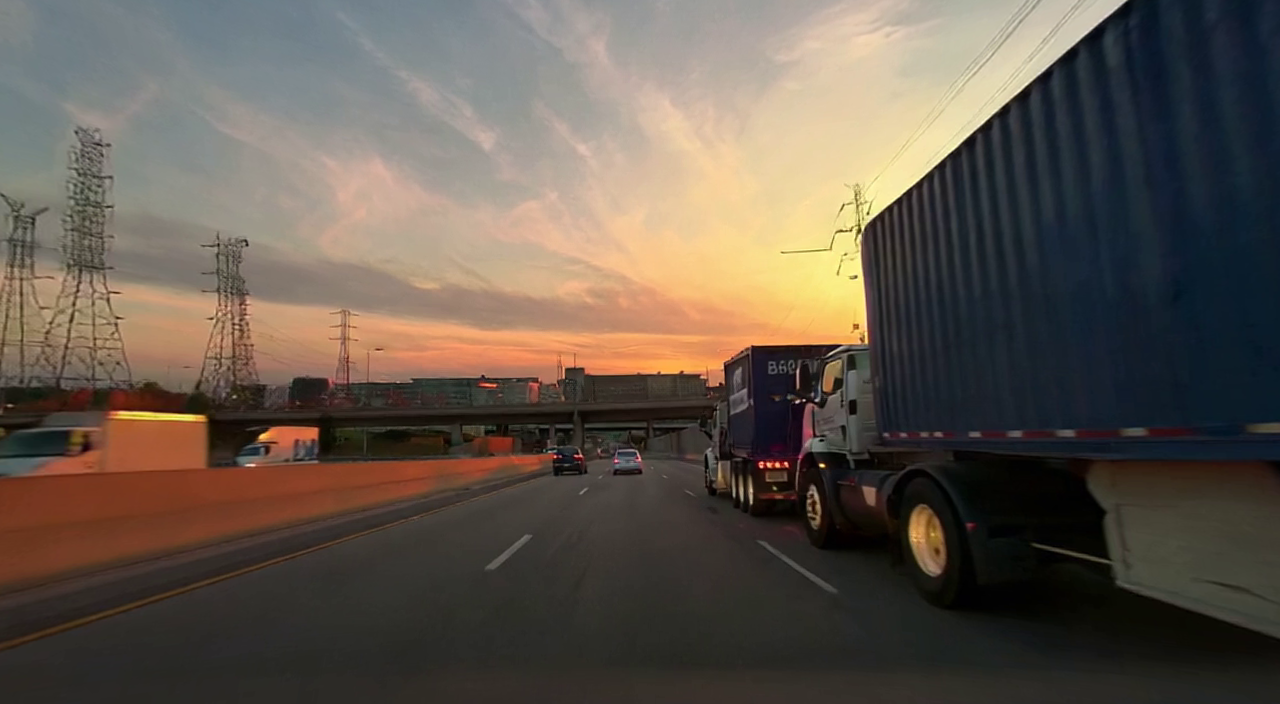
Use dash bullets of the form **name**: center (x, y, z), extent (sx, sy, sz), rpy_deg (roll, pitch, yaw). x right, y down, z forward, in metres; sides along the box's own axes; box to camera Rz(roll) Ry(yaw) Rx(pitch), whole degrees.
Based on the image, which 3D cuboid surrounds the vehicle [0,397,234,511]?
- **vehicle**: center (-20.113, 3.980, 24.727), extent (2.895, 3.724, 7.725), rpy_deg (0, -9, 0)

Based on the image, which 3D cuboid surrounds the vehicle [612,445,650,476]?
- **vehicle**: center (-0.512, 6.098, 35.320), extent (2.004, 1.615, 4.113), rpy_deg (0, -9, -1)

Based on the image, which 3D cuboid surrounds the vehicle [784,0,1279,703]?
- **vehicle**: center (3.930, 0.222, 6.081), extent (2.859, 3.917, 8.481), rpy_deg (0, -9, -1)

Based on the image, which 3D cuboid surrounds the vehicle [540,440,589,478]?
- **vehicle**: center (-4.014, 5.806, 34.157), extent (2.077, 1.884, 4.961), rpy_deg (0, -9, -1)

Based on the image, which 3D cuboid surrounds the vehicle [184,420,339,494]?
- **vehicle**: center (-20.388, 5.766, 34.743), extent (2.756, 3.490, 9.284), rpy_deg (0, -9, 0)
